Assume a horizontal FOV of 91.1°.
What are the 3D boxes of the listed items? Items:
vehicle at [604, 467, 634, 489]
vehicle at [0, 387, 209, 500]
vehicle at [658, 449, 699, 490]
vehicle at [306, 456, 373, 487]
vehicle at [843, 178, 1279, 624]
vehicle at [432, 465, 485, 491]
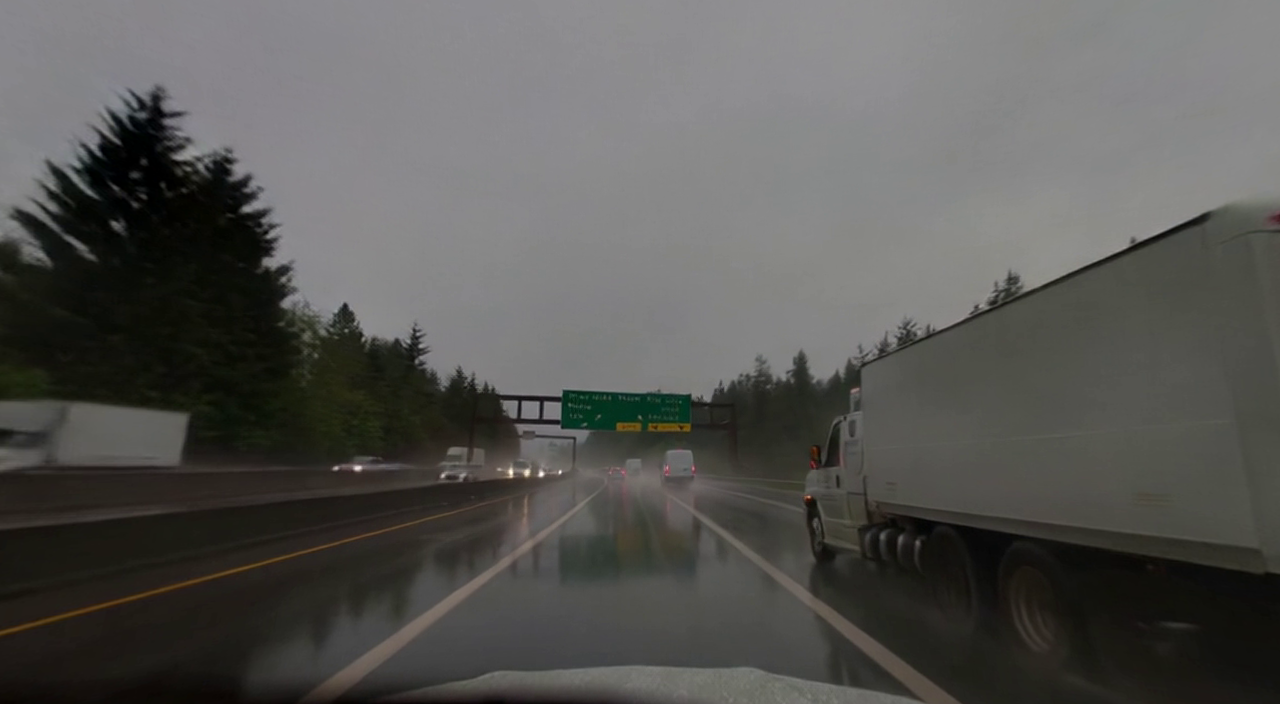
[{"bbox_3d":[-1.566,9.362,46.783,2.106,1.524,4.381,1,-10,-1],"label":"vehicle"},{"bbox_3d":[-22.493,3.795,24.945,2.722,3.659,11.187,1,-10,0],"label":"vehicle"},{"bbox_3d":[2.624,8.308,44.357,2.291,2.639,5.280,1,-10,-3],"label":"vehicle"},{"bbox_3d":[-18.223,7.260,38.295,1.935,1.757,4.412,1,-10,-1],"label":"vehicle"},{"bbox_3d":[7.382,1.398,10.955,2.866,4.102,14.351,1,-10,0],"label":"vehicle"},{"bbox_3d":[-10.754,7.486,37.525,1.934,1.439,4.241,1,-10,0],"label":"vehicle"}]
